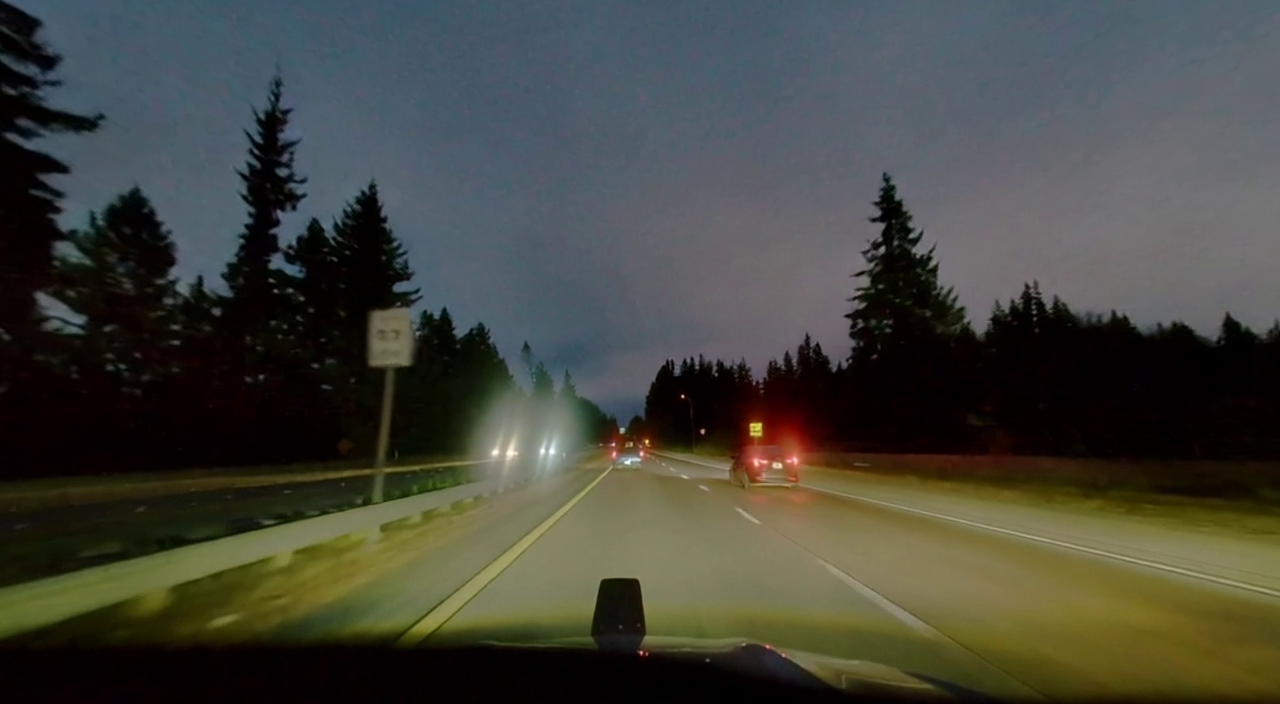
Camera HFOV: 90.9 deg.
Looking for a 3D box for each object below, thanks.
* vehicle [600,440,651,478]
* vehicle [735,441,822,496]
[{"bbox_3d":[-0.632,4.818,28.570,2.120,1.575,4.018,0,-9,0],"label":"vehicle"},{"bbox_3d":[4.033,3.446,18.895,1.757,1.459,3.398,0,-9,-1],"label":"vehicle"}]
